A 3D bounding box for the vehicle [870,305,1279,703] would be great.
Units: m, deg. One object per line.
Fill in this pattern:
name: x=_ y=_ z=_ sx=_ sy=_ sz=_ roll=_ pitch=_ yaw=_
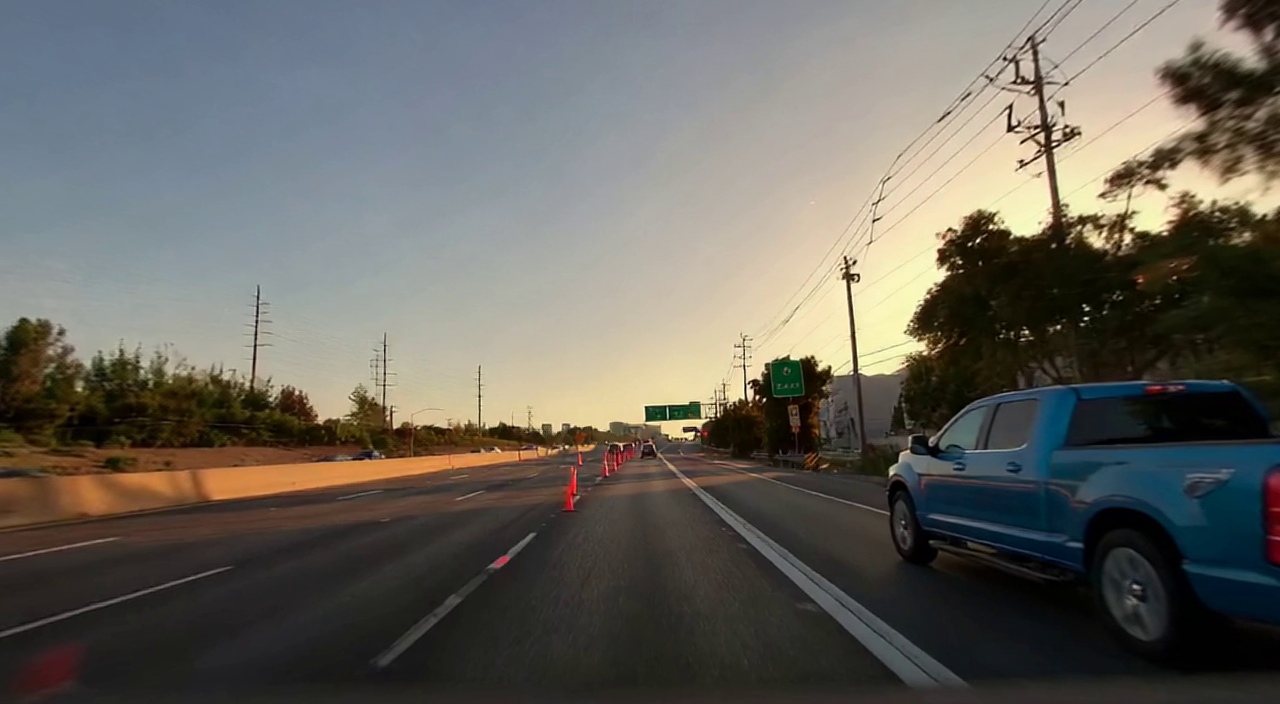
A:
vehicle: x=3.766 y=1.023 z=4.607 sx=2.186 sy=1.840 sz=5.289 roll=0 pitch=-8 yaw=0
